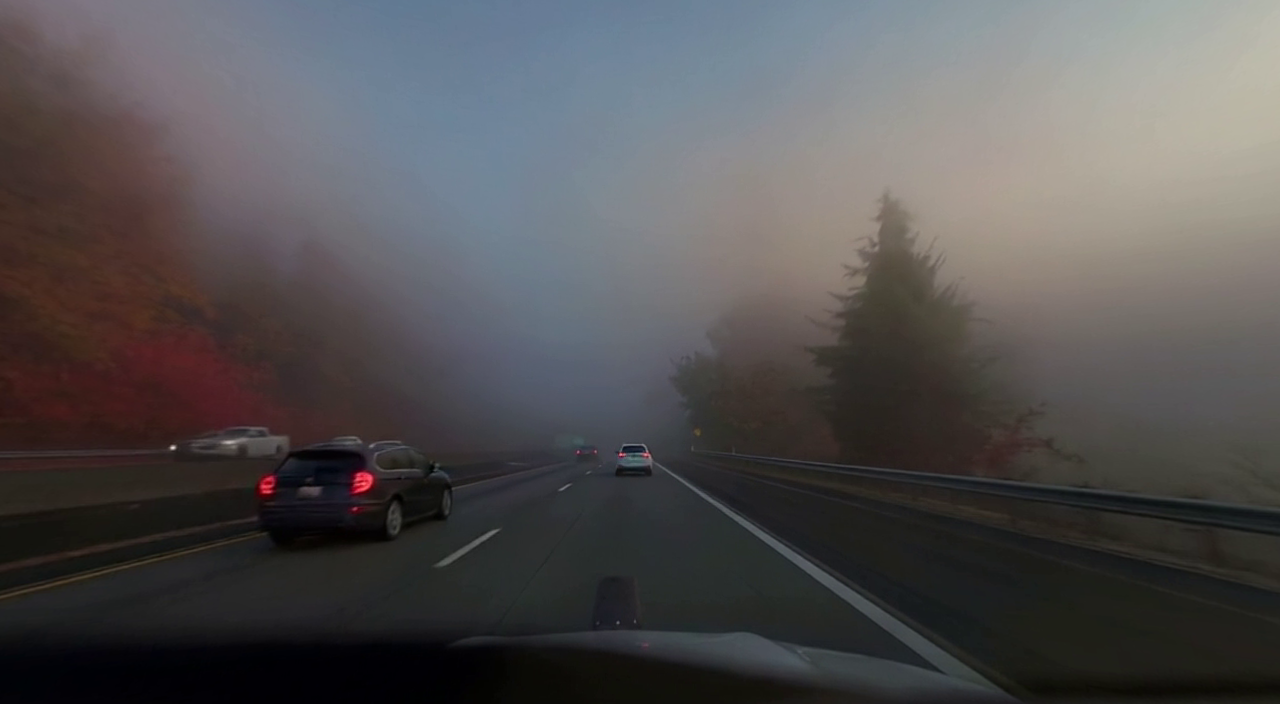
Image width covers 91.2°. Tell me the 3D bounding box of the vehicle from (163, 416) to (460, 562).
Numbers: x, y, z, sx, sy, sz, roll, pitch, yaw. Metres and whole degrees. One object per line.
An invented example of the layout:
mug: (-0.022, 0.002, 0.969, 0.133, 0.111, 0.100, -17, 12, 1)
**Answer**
vehicle: (-4.376, 1.909, 9.454, 1.931, 1.603, 4.739, 0, -9, -1)

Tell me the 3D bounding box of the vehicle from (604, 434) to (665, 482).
vehicle: (-0.223, 4.018, 23.965, 2.115, 1.661, 4.049, 0, -9, 0)
